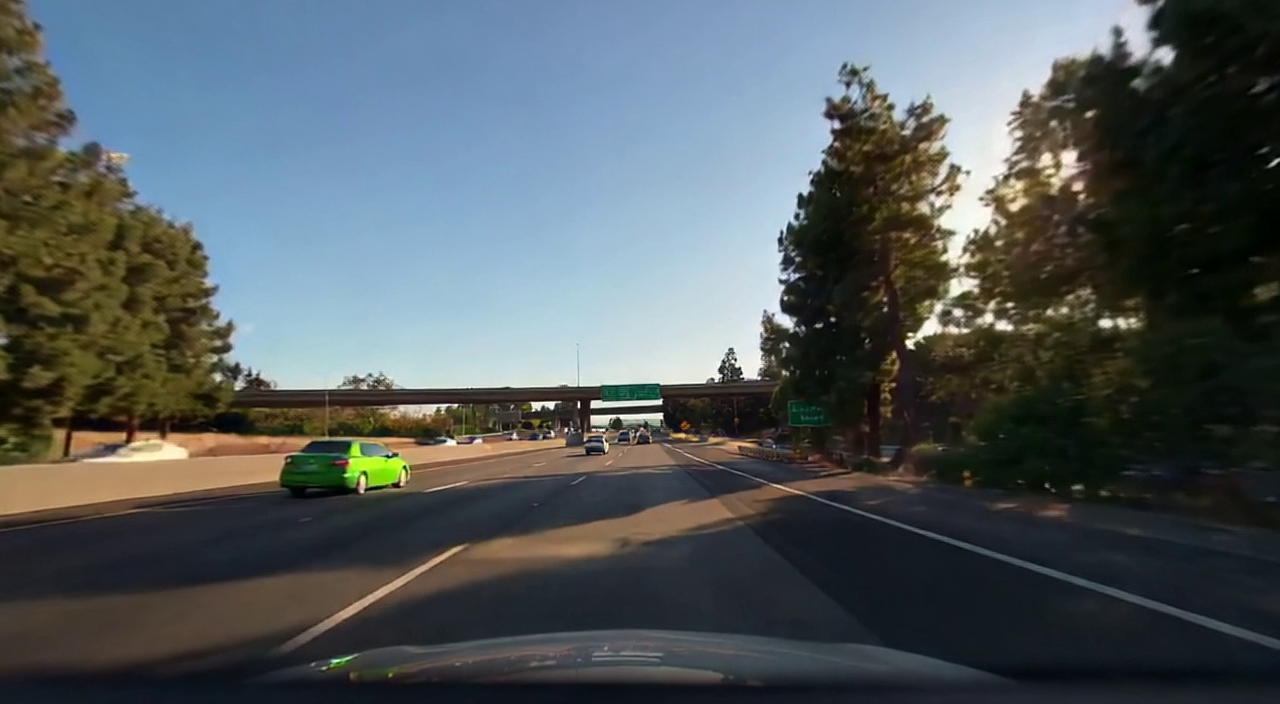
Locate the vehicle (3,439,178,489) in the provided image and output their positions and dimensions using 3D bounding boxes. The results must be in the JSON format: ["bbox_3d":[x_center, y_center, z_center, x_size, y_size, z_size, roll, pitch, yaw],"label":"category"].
[{"bbox_3d":[-17.742,3.611,20.697,1.867,1.458,4.243,0,-8,0],"label":"vehicle"}]

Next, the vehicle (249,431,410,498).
[{"bbox_3d":[-7.783,2.852,16.358,1.987,1.486,4.174,0,-8,1],"label":"vehicle"}]
